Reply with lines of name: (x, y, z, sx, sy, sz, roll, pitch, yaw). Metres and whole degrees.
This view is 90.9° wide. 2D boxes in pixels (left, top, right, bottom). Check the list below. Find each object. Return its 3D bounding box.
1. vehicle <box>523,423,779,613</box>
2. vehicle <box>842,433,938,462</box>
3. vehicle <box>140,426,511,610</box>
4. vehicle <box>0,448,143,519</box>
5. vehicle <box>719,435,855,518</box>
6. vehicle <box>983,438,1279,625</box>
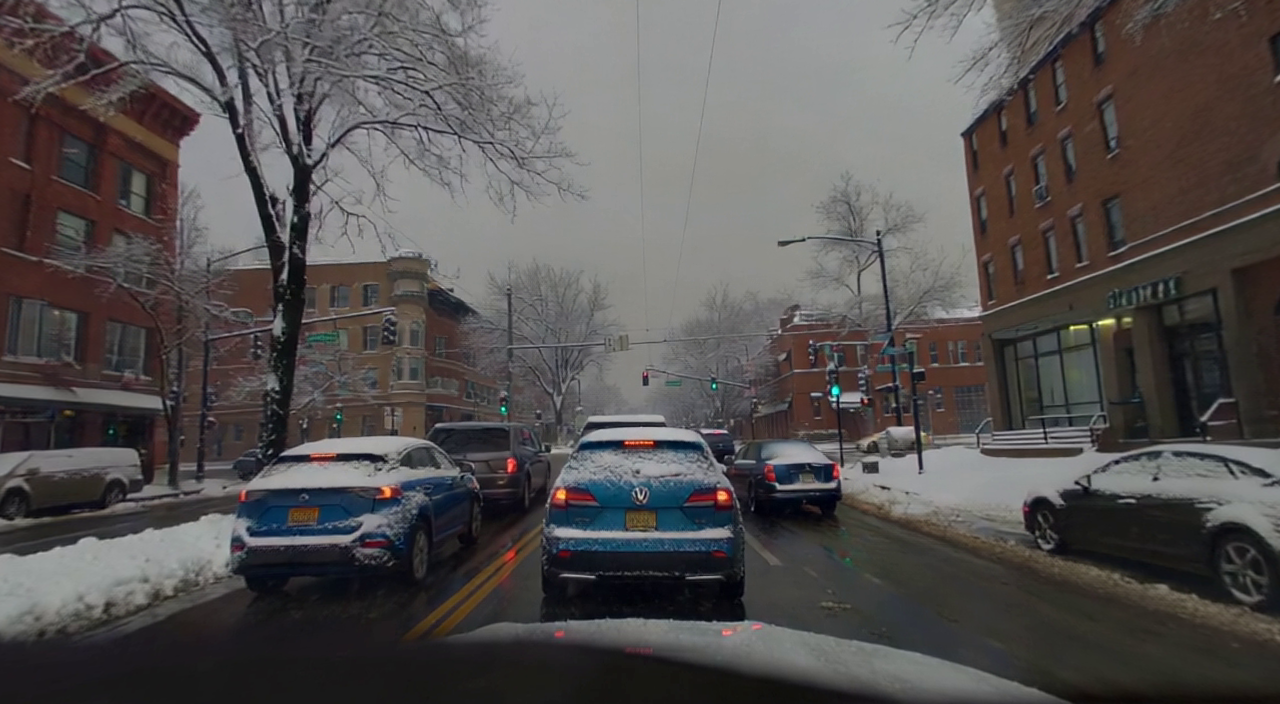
vehicle: (0.084, 1.589, 6.837, 2.022, 1.481, 3.564, 0, -9, 0)
vehicle: (16.363, 6.266, 41.524, 5.345, 1.811, 2.175, 0, -9, -1)
vehicle: (-3.010, 1.680, 7.288, 2.131, 1.486, 4.089, 0, -9, 1)
vehicle: (-16.235, 3.446, 17.018, 1.914, 1.690, 4.461, 0, -9, 1)
vehicle: (2.991, 2.617, 13.775, 2.018, 1.529, 3.880, 0, -9, 0)
vehicle: (5.966, 1.697, 6.886, 1.873, 1.453, 4.579, 0, -9, 0)
